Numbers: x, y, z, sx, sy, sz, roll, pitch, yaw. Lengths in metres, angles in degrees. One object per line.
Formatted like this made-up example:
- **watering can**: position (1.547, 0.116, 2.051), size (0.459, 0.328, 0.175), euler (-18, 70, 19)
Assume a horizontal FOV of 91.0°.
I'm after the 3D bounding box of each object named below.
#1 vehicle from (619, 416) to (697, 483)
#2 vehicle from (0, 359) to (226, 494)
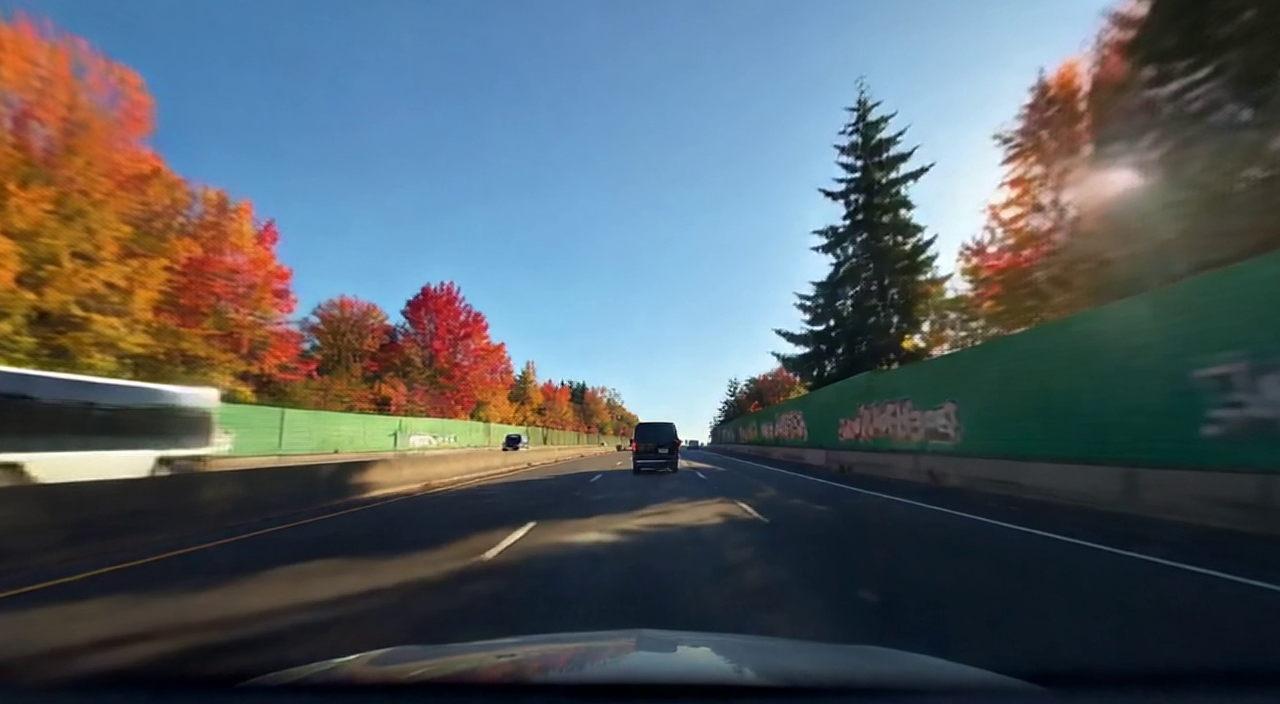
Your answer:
- **vehicle**: position (0.531, 3.183, 20.728), size (2.283, 1.956, 4.421), euler (0, -8, 0)
- **vehicle**: position (-20.943, 2.707, 22.148), size (2.949, 4.093, 14.052), euler (0, -8, 1)
